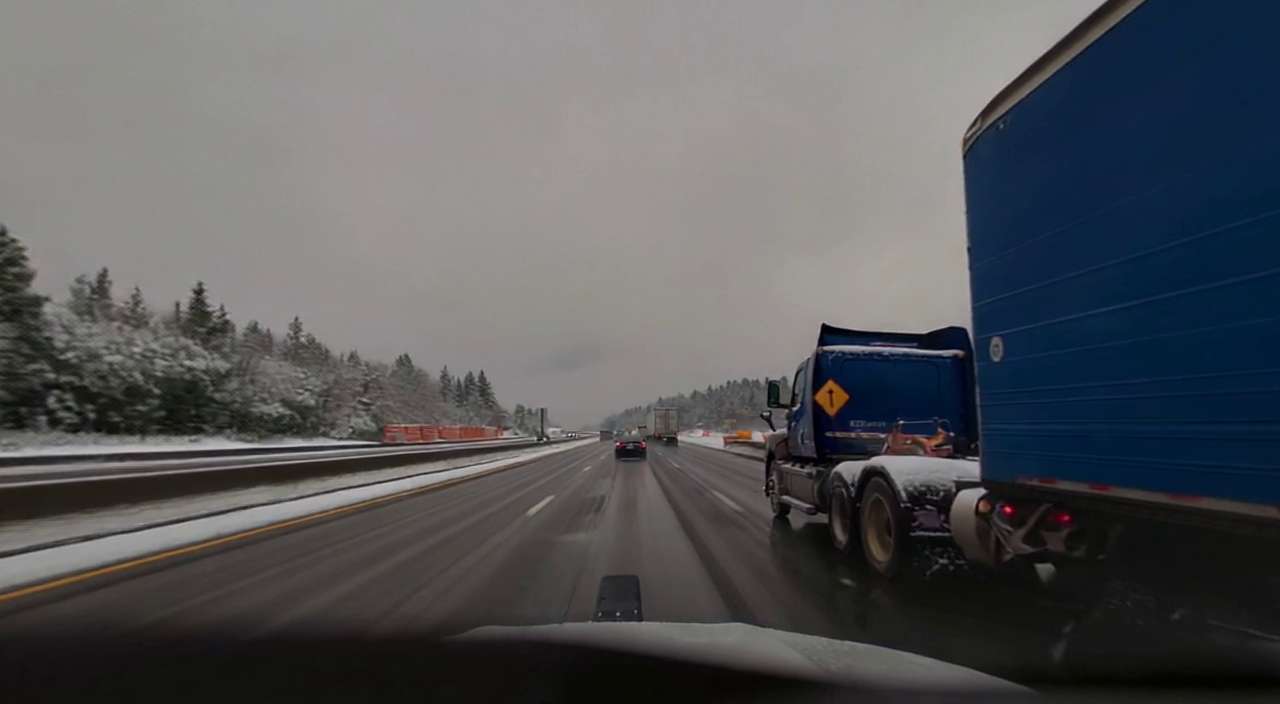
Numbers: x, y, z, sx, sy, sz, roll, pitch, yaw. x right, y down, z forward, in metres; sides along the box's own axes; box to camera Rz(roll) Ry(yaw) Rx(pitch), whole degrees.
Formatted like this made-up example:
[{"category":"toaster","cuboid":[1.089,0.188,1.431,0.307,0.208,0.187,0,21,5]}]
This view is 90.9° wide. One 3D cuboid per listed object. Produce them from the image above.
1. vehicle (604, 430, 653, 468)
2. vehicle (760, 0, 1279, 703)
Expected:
[{"category":"vehicle","cuboid":[-0.472,4.081,26.689,1.929,1.469,3.677,0,-8,-1]},{"category":"vehicle","cuboid":[3.529,0.152,4.602,2.919,3.634,10.888,0,-8,-1]}]
